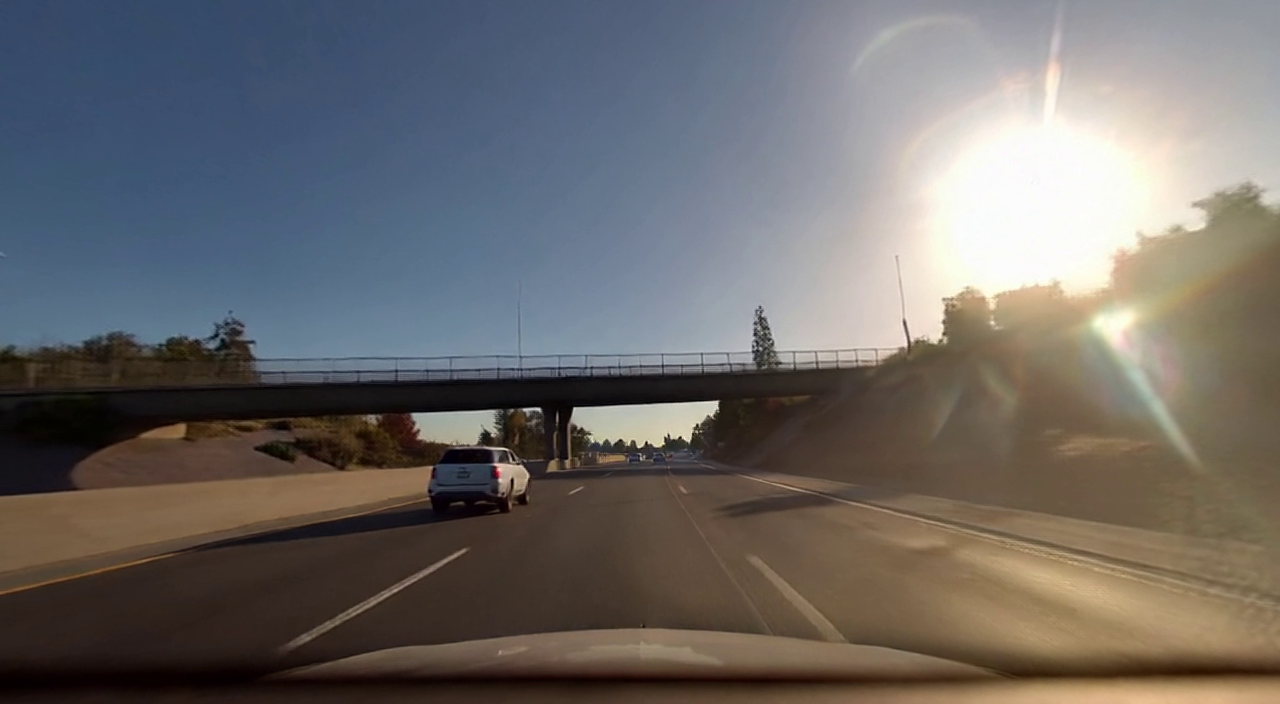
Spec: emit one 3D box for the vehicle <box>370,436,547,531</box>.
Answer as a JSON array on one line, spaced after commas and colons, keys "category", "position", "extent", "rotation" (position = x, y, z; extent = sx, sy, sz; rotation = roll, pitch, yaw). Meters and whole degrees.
[{"category": "vehicle", "position": [-3.514, 2.667, 13.411], "extent": [2.274, 1.628, 4.807], "rotation": [0, -9, 1]}]
